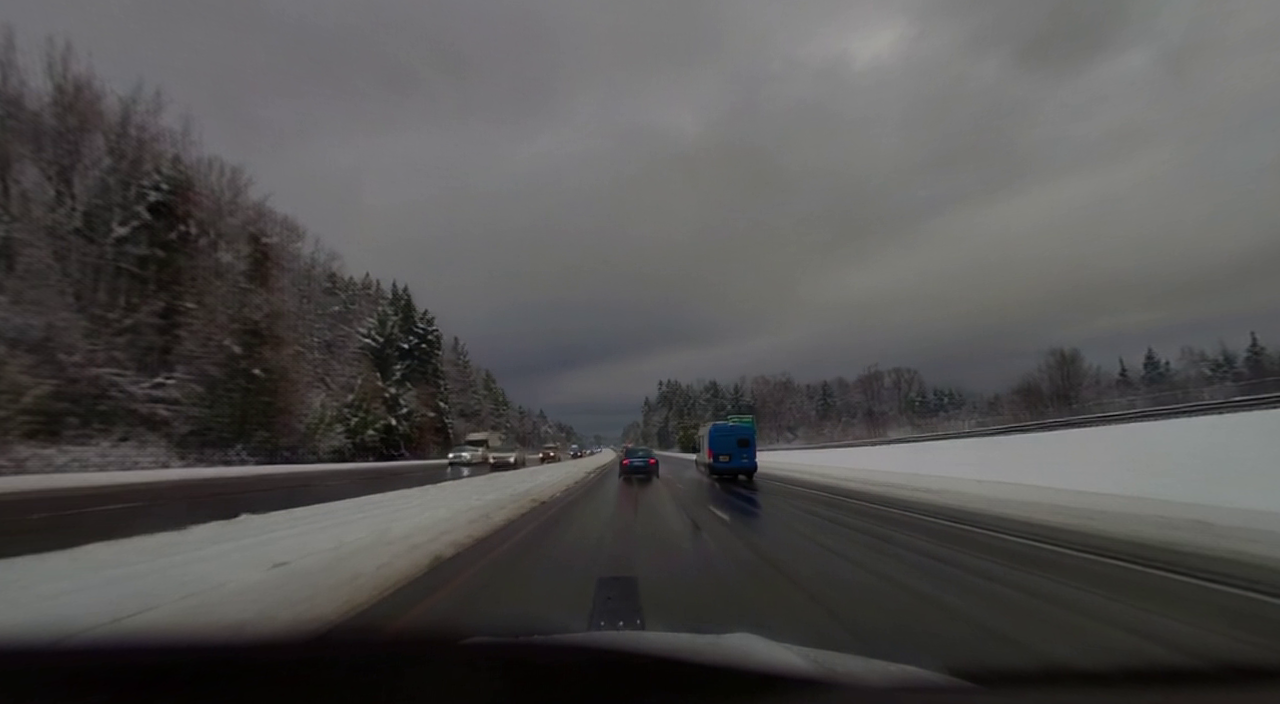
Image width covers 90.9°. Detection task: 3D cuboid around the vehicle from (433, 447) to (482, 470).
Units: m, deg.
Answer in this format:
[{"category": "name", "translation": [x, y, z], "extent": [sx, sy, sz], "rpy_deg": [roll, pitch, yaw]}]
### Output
[{"category": "vehicle", "translation": [-12.089, 7.080, 42.082], "extent": [1.836, 1.406, 4.624], "rpy_deg": [0, -9, 1]}]

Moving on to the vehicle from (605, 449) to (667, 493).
[{"category": "vehicle", "translation": [-0.161, 4.177, 22.500], "extent": [2.037, 1.417, 3.885], "rpy_deg": [0, -9, -1]}]

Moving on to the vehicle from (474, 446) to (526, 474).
[{"category": "vehicle", "translation": [-7.809, 6.078, 35.557], "extent": [1.888, 1.466, 4.355], "rpy_deg": [0, -9, 0]}]

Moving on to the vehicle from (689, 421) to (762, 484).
[{"category": "vehicle", "translation": [3.867, 4.727, 29.806], "extent": [2.513, 2.633, 5.930], "rpy_deg": [0, -9, -1]}]
